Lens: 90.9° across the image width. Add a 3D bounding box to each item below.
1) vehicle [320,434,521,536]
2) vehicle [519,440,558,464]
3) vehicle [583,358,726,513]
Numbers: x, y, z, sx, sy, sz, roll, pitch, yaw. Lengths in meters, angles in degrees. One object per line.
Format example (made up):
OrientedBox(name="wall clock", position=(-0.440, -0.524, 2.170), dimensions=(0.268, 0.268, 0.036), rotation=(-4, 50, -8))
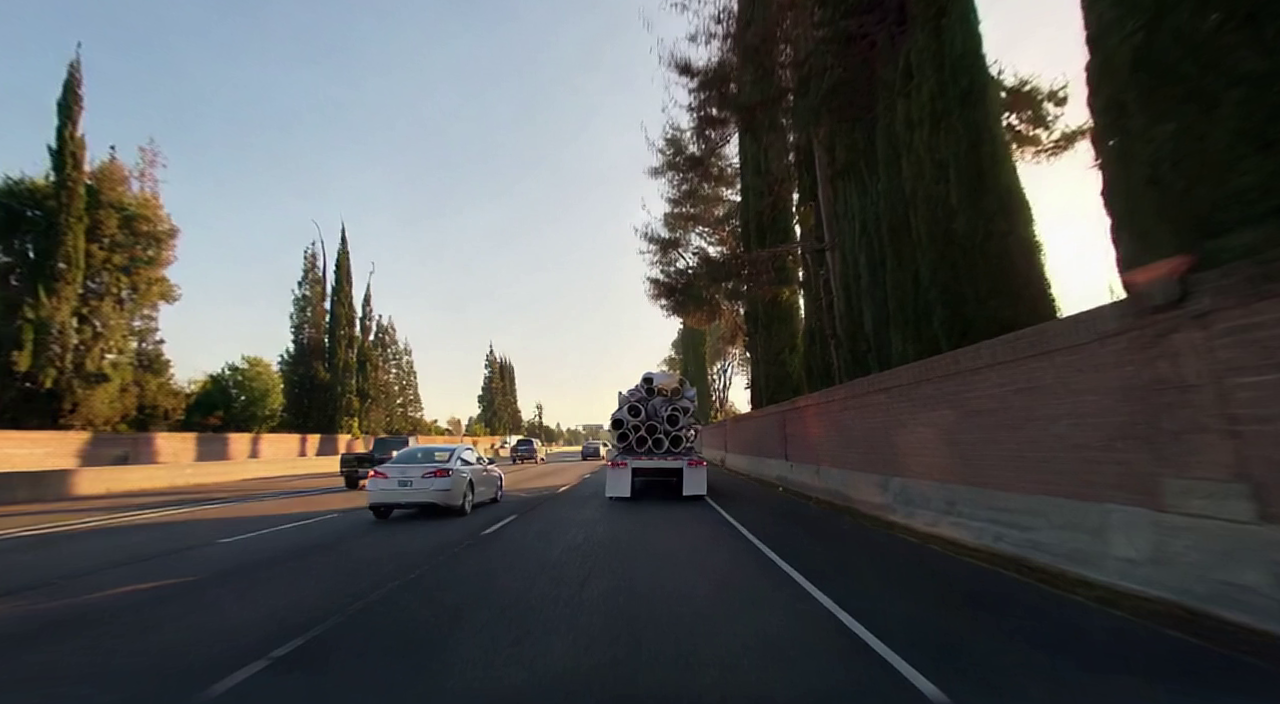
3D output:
OrientedBox(name="vehicle", position=(-3.647, 2.284, 11.555), dimensions=(1.974, 1.475, 4.538), rotation=(0, -8, 1))
OrientedBox(name="vehicle", position=(-7.155, 7.116, 44.959), dimensions=(1.965, 1.627, 4.288), rotation=(0, -8, 1))
OrientedBox(name="vehicle", position=(0.355, 2.259, 16.749), dimensions=(2.798, 3.071, 8.412), rotation=(0, -8, 1))
